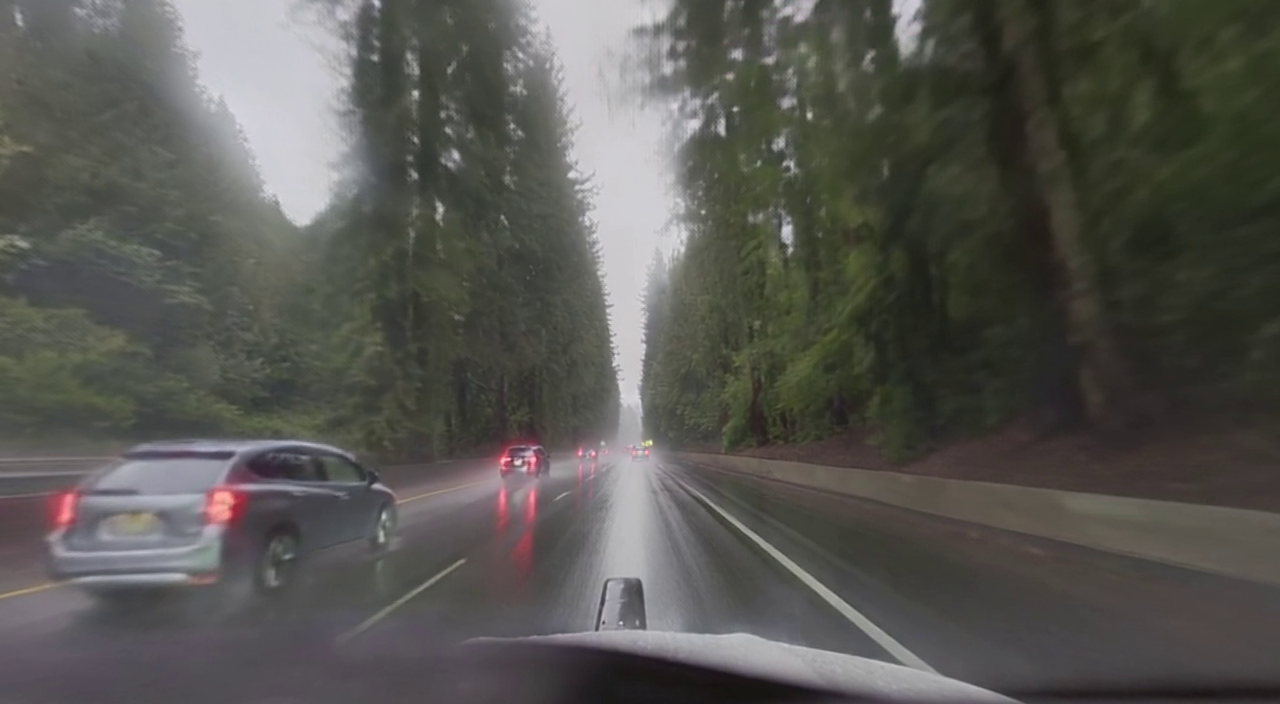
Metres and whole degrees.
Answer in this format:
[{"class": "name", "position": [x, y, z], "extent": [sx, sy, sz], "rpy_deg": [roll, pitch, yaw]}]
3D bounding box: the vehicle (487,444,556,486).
[{"class": "vehicle", "position": [-4.534, 4.373, 24.808], "extent": [1.838, 1.508, 4.317], "rpy_deg": [0, -8, 0]}]

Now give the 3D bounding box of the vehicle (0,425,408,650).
[{"class": "vehicle", "position": [-3.985, 1.532, 6.214], "extent": [1.897, 1.481, 3.859], "rpy_deg": [0, -8, 0]}]
